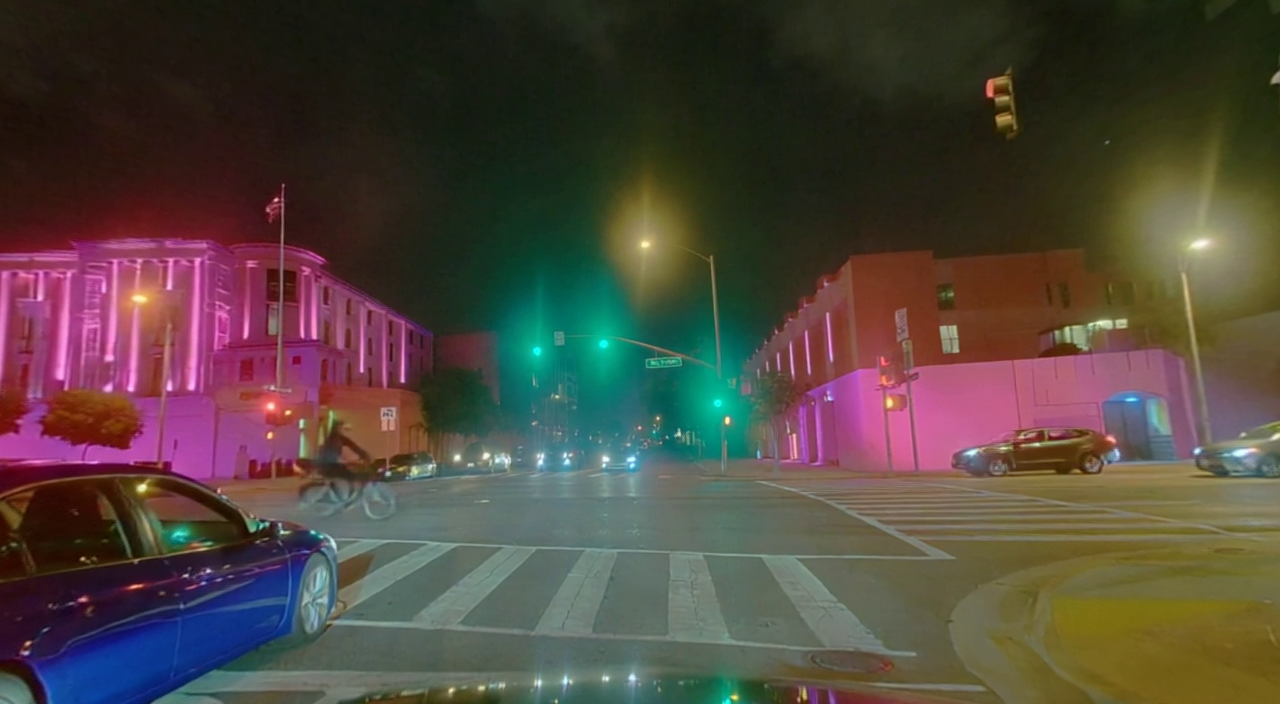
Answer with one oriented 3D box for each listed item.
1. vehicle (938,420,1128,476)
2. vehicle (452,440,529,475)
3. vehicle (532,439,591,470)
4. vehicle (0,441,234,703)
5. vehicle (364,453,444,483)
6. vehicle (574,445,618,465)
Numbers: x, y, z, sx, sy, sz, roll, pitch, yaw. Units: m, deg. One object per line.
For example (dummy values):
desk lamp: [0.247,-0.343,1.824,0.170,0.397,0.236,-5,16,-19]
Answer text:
vehicle: [11.564,2.870,18.805,4.355,1.546,1.820,-1,-9,6]
vehicle: [-8.402,5.973,36.046,2.152,1.825,5.406,-2,-9,12]
vehicle: [-4.513,5.979,36.871,1.928,1.647,4.575,-2,-9,13]
vehicle: [-3.693,0.969,2.154,1.759,1.325,4.295,0,-9,0]
vehicle: [-12.587,6.173,33.879,1.976,1.425,4.567,-1,-9,9]
vehicle: [-3.027,7.188,44.132,1.743,1.362,4.350,-2,-9,14]
